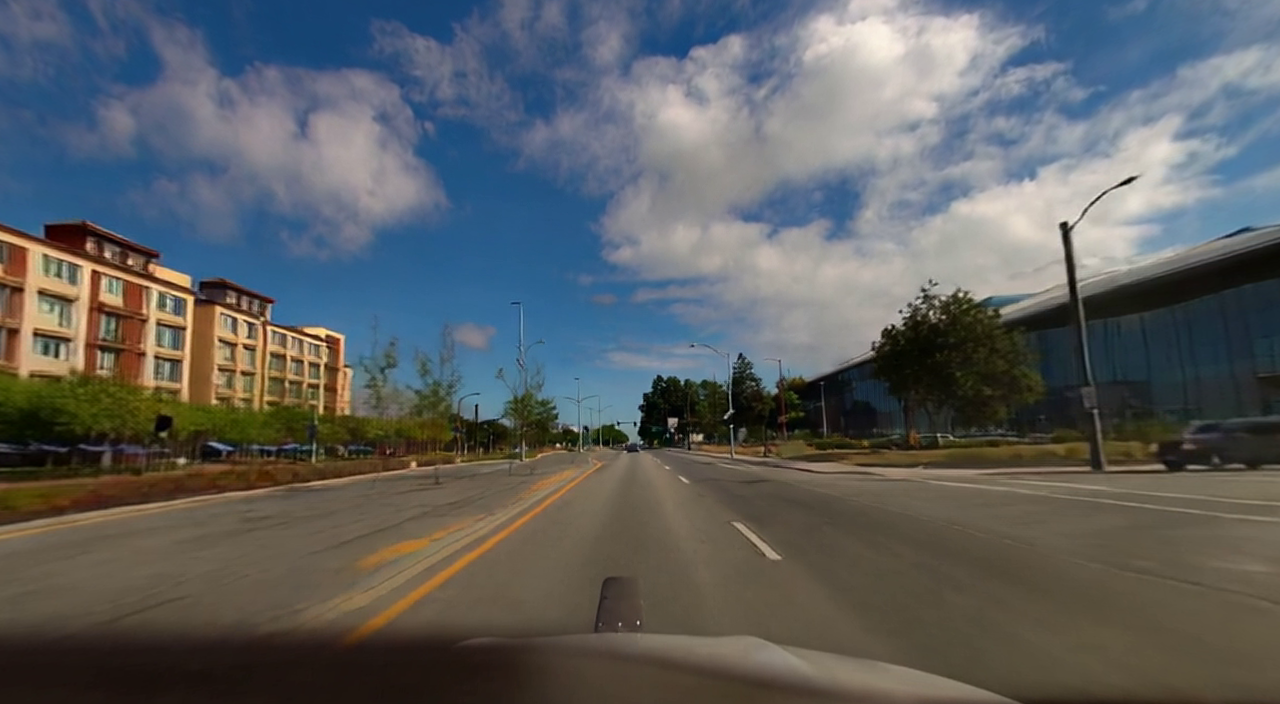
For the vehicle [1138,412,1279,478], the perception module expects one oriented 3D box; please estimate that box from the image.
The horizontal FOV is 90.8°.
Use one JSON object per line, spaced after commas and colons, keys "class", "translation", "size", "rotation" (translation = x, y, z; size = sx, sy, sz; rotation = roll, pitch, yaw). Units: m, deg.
{"class": "vehicle", "translation": [21.626, 3.167, 22.079], "size": [6.615, 1.967, 2.328], "rotation": [-2, -7, -5]}
